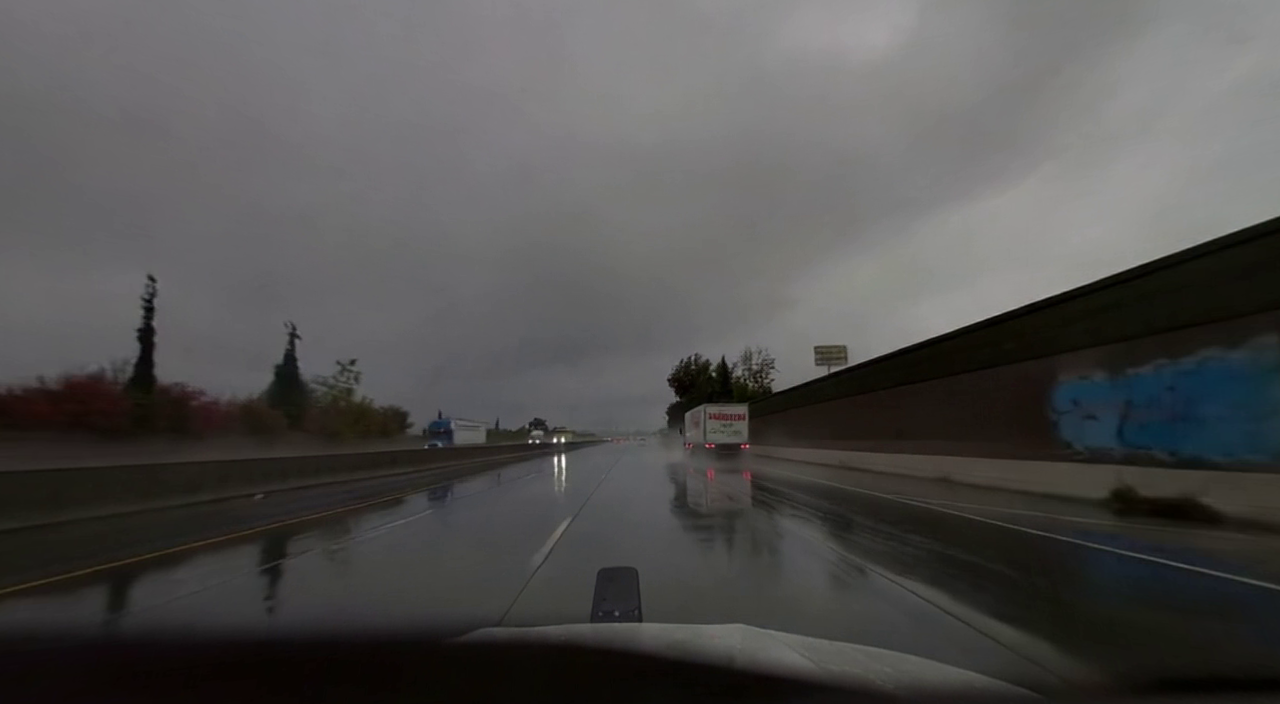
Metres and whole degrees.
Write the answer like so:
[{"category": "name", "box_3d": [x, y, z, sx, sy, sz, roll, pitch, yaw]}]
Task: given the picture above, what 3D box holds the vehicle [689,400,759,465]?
[{"category": "vehicle", "box_3d": [4.997, 5.103, 39.526, 2.949, 3.470, 10.539, -1, -8, 0]}]
